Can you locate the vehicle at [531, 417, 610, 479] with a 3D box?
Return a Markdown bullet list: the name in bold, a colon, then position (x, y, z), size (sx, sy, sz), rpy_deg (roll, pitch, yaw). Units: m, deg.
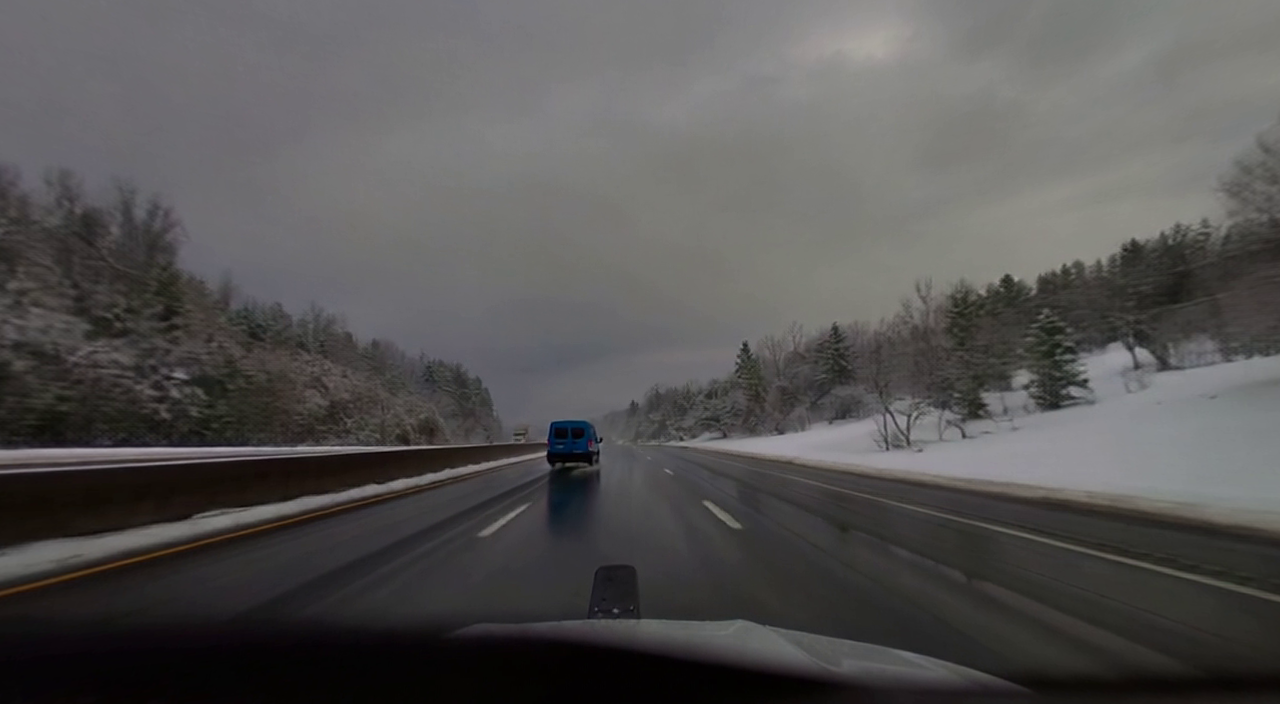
- **vehicle**: position (-2.363, 3.429, 22.790), size (2.297, 2.011, 4.736), rpy_deg (0, -8, 0)
